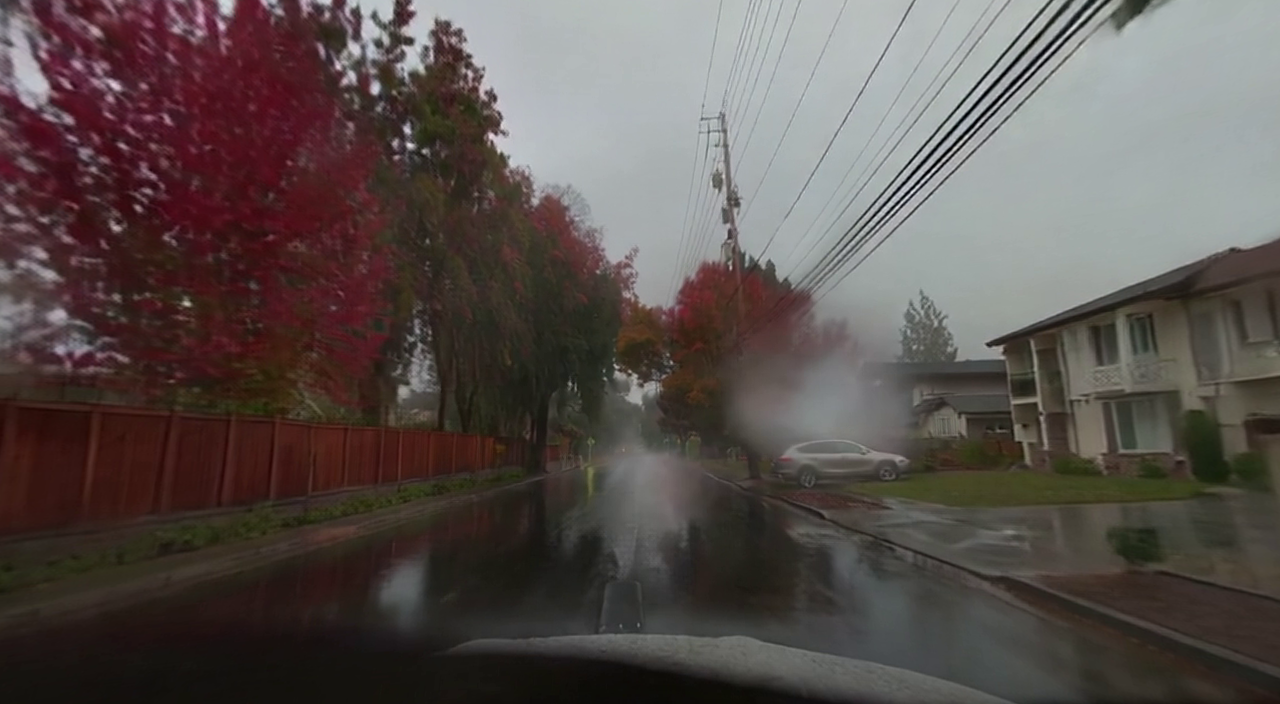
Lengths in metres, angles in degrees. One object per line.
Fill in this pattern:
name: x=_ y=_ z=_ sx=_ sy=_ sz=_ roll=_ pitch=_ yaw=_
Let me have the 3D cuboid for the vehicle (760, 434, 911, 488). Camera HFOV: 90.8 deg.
vehicle: x=6.996 y=3.952 z=23.038 sx=4.806 sy=1.851 sz=2.050 roll=0 pitch=-9 yaw=1
